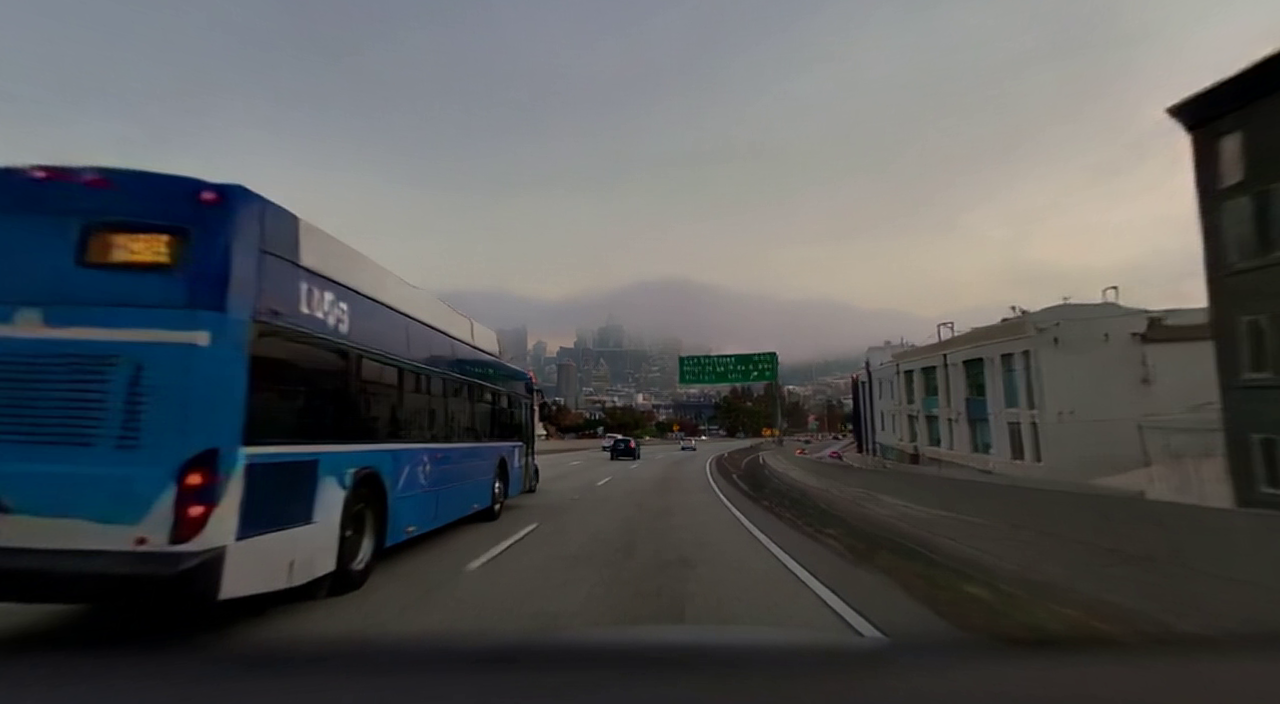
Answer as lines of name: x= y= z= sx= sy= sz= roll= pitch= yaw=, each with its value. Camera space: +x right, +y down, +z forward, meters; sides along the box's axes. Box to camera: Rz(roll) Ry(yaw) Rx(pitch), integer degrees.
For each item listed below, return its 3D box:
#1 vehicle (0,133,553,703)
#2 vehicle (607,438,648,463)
vehicle: x=-3.146 y=0.946 z=7.292 sx=2.888 sy=2.944 sz=8.373 roll=-1 pitch=-9 yaw=2
vehicle: x=-0.720 y=6.292 z=40.306 sx=1.928 sy=1.455 sz=4.361 roll=-2 pitch=-9 yaw=8
